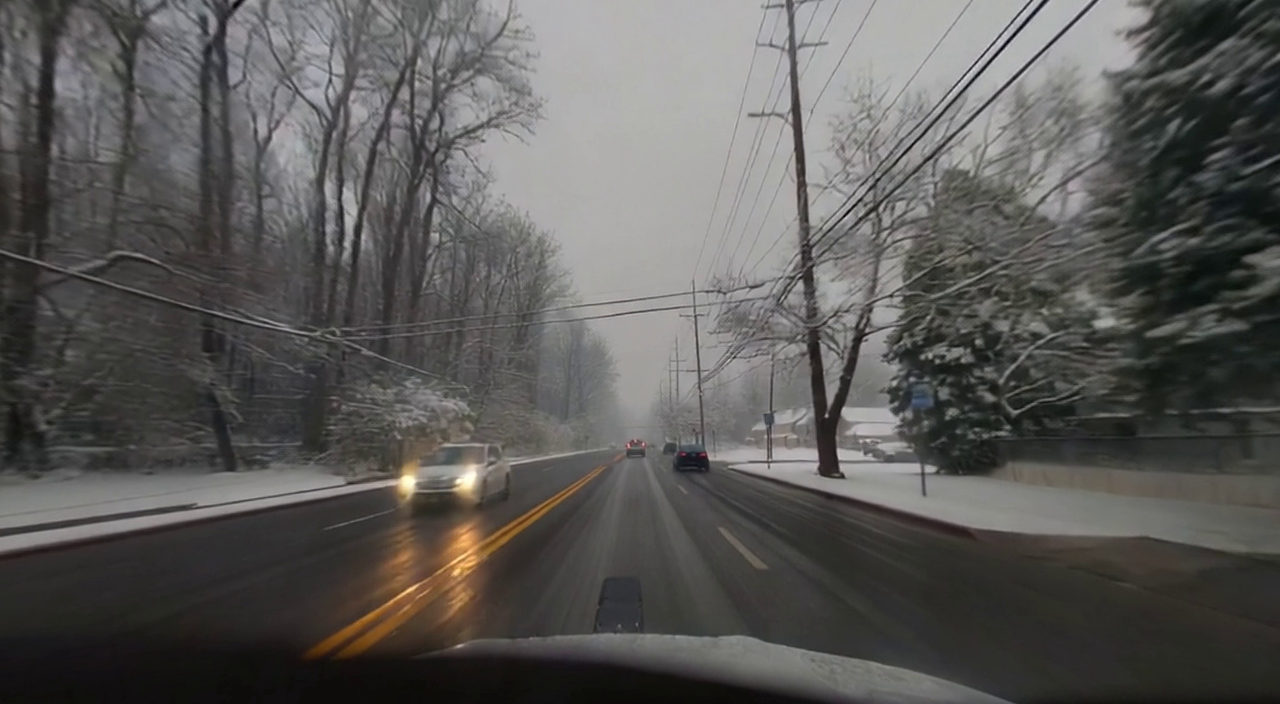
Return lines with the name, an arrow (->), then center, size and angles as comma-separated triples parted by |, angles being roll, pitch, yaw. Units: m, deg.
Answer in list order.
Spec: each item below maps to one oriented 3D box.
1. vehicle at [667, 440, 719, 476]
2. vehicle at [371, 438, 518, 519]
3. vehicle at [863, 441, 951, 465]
vehicle -> 2.354, 4.809, 28.743 | 1.975, 1.497, 3.647 | 0, -9, -1
vehicle -> -4.073, 2.685, 13.858 | 1.959, 1.494, 3.875 | 0, -9, 0
vehicle -> 16.860, 6.403, 39.902 | 4.672, 1.463, 1.863 | 0, -9, 1
